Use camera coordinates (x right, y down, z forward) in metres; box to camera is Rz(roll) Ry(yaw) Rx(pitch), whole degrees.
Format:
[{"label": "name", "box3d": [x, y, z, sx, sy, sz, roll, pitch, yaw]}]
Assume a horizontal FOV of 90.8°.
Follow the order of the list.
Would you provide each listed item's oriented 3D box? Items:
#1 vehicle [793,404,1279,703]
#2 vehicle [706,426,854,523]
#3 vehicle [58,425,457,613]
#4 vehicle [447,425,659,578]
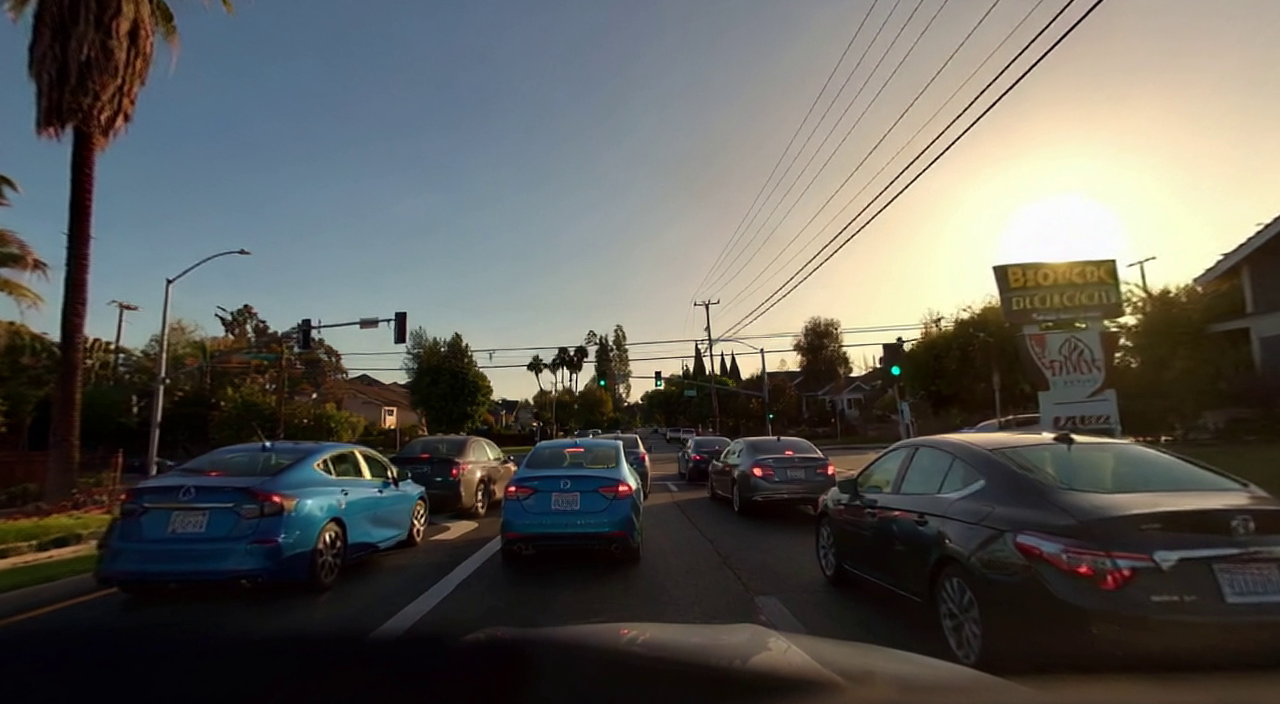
[{"label": "vehicle", "box3d": [2.766, 1.274, 4.838, 2.014, 1.464, 4.312, 0, -9, -1]}, {"label": "vehicle", "box3d": [2.589, 2.384, 12.826, 1.956, 1.615, 4.205, 0, -9, -1]}, {"label": "vehicle", "box3d": [-3.712, 1.668, 7.372, 2.058, 1.474, 4.473, 0, -9, -3]}, {"label": "vehicle", "box3d": [-0.944, 1.782, 8.292, 2.104, 1.500, 3.815, 0, -9, -3]}]
